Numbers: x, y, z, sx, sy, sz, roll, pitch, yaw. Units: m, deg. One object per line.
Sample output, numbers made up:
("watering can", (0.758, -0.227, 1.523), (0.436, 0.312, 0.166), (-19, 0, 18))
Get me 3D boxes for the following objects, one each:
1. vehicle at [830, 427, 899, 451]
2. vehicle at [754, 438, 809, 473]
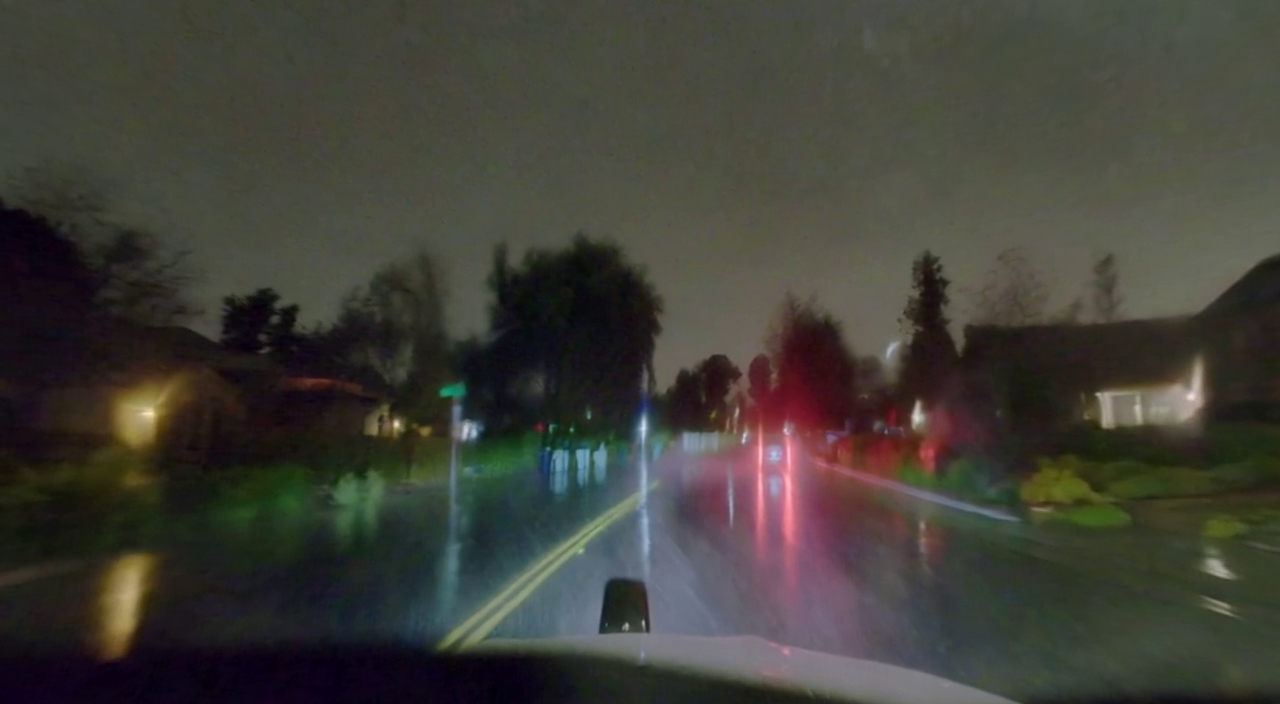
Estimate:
("vehicle", (16.646, 6.467, 46.820), (4.403, 1.662, 1.882), (0, -8, -1))
("vehicle", (6.642, 4.901, 30.015), (2.129, 1.490, 4.369), (-1, -9, 7))
